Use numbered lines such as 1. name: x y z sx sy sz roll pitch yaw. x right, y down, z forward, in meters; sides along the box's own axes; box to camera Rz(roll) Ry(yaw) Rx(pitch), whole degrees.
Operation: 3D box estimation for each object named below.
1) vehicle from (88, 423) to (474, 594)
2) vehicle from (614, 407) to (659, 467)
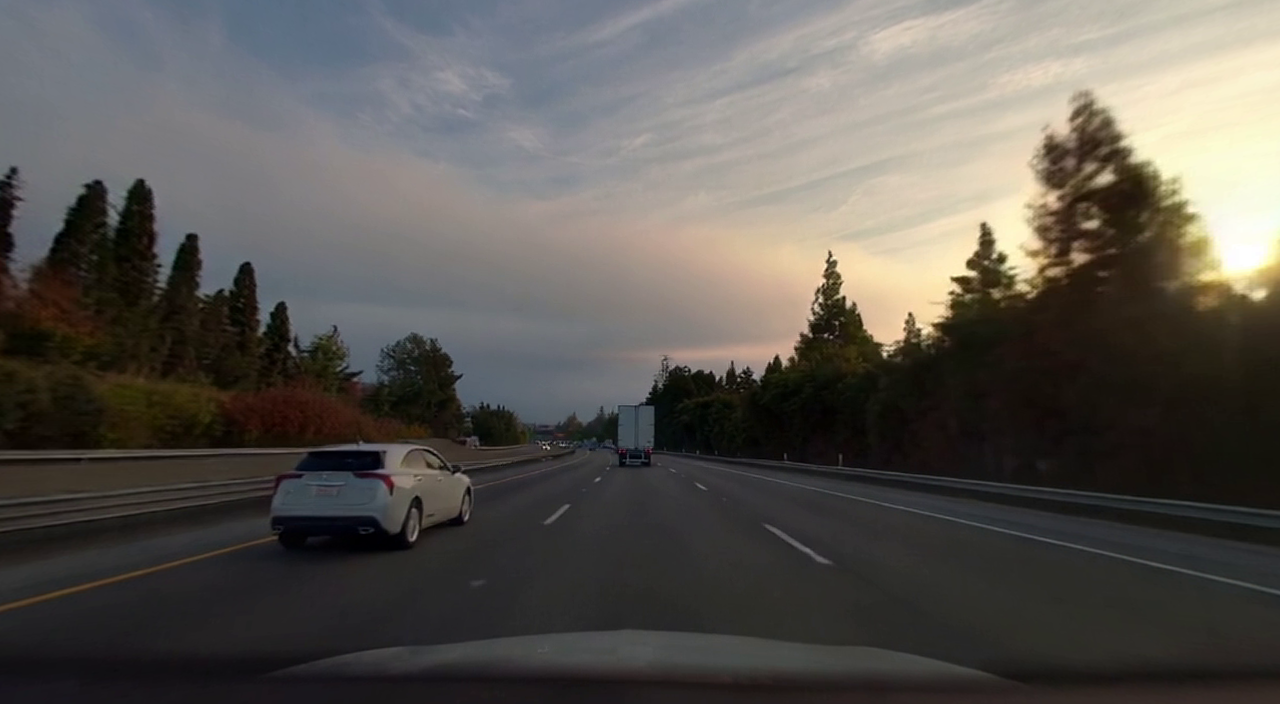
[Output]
1. vehicle: -3.799 1.752 8.001 2.080 1.488 4.781 0 -9 0
2. vehicle: -0.456 6.498 47.299 2.962 3.953 10.696 0 -9 -3
